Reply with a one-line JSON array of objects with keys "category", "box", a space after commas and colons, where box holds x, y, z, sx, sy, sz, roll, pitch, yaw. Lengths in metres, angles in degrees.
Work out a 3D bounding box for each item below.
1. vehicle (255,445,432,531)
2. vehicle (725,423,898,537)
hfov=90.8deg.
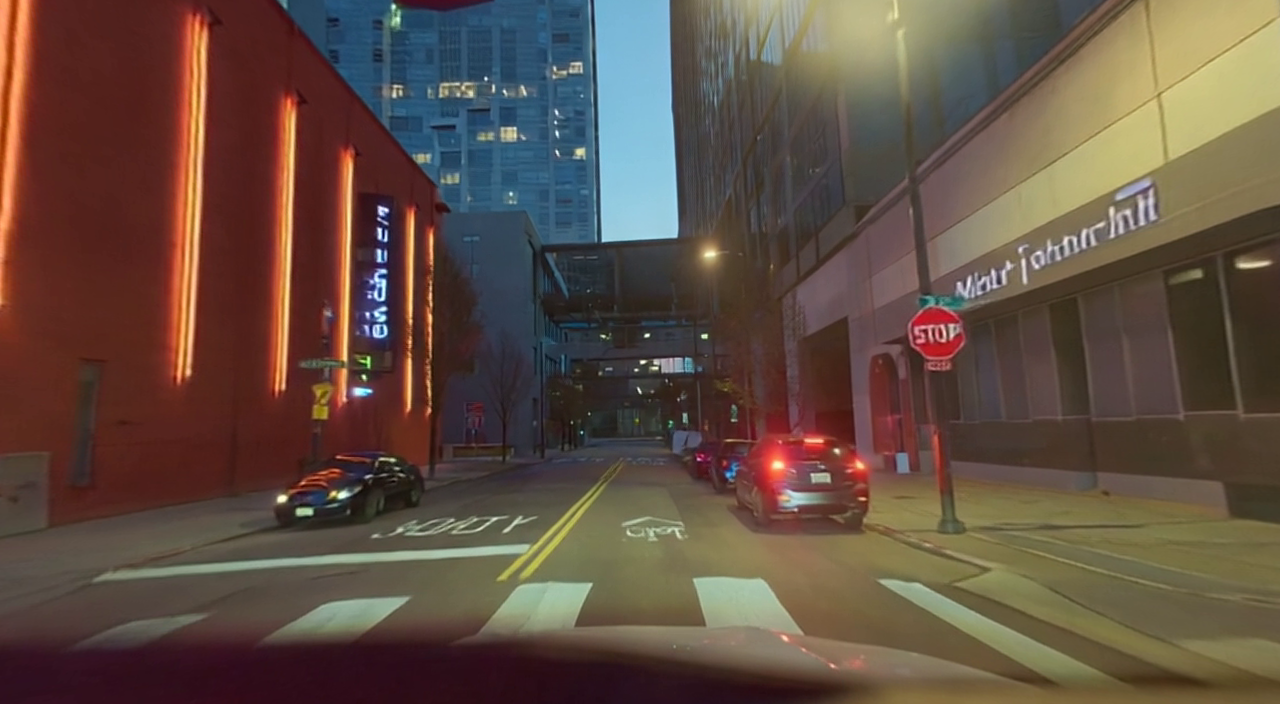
[{"category": "vehicle", "box": [-5.765, 2.636, 12.877, 1.864, 1.447, 3.887, 0, -8, -3]}, {"category": "vehicle", "box": [2.853, 2.232, 11.682, 1.917, 1.680, 4.500, 0, -8, 0]}]
